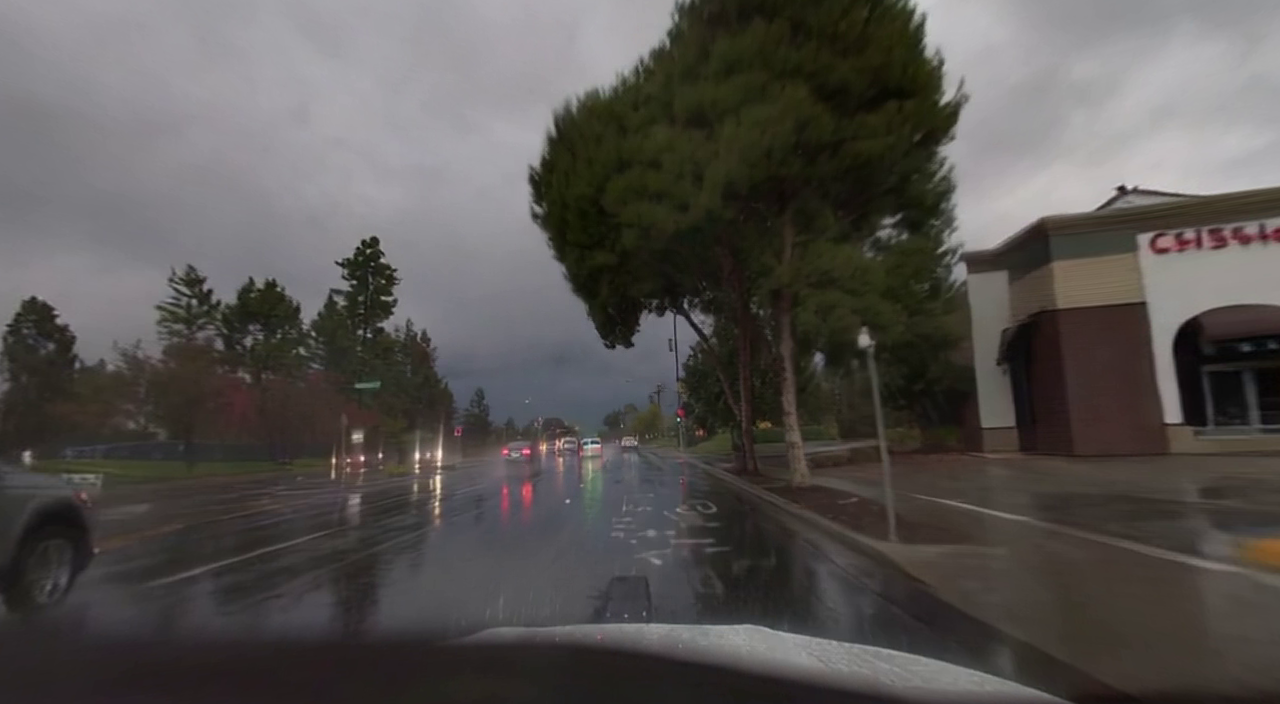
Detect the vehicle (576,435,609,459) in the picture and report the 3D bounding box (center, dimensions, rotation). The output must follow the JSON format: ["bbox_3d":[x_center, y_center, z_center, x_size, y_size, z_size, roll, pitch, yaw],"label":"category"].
[{"bbox_3d":[-3.503,7.080,46.941,2.100,1.661,3.837,0,-8,0],"label":"vehicle"}]

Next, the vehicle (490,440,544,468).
[{"bbox_3d":[-6.620,5.555,34.424,2.072,1.427,4.328,0,-8,0],"label":"vehicle"}]
